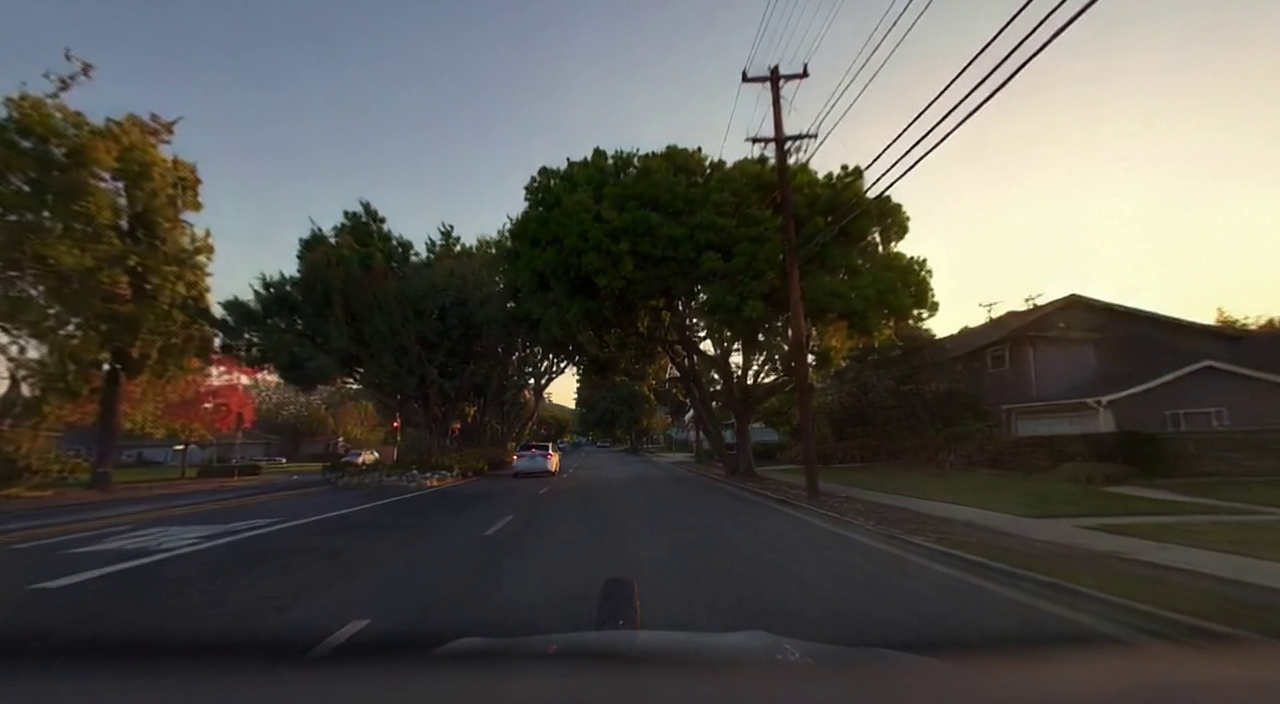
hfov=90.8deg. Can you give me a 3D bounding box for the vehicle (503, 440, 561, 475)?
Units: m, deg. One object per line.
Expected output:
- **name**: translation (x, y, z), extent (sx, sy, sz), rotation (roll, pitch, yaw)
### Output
- **vehicle**: translation (-4.898, 4.844, 29.326), extent (2.041, 1.471, 4.602), rotation (0, -8, -2)

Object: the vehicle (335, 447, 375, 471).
- **vehicle**: translation (-21.673, 8.050, 47.893), extent (2.223, 1.673, 4.608), rotation (5, -10, -30)
